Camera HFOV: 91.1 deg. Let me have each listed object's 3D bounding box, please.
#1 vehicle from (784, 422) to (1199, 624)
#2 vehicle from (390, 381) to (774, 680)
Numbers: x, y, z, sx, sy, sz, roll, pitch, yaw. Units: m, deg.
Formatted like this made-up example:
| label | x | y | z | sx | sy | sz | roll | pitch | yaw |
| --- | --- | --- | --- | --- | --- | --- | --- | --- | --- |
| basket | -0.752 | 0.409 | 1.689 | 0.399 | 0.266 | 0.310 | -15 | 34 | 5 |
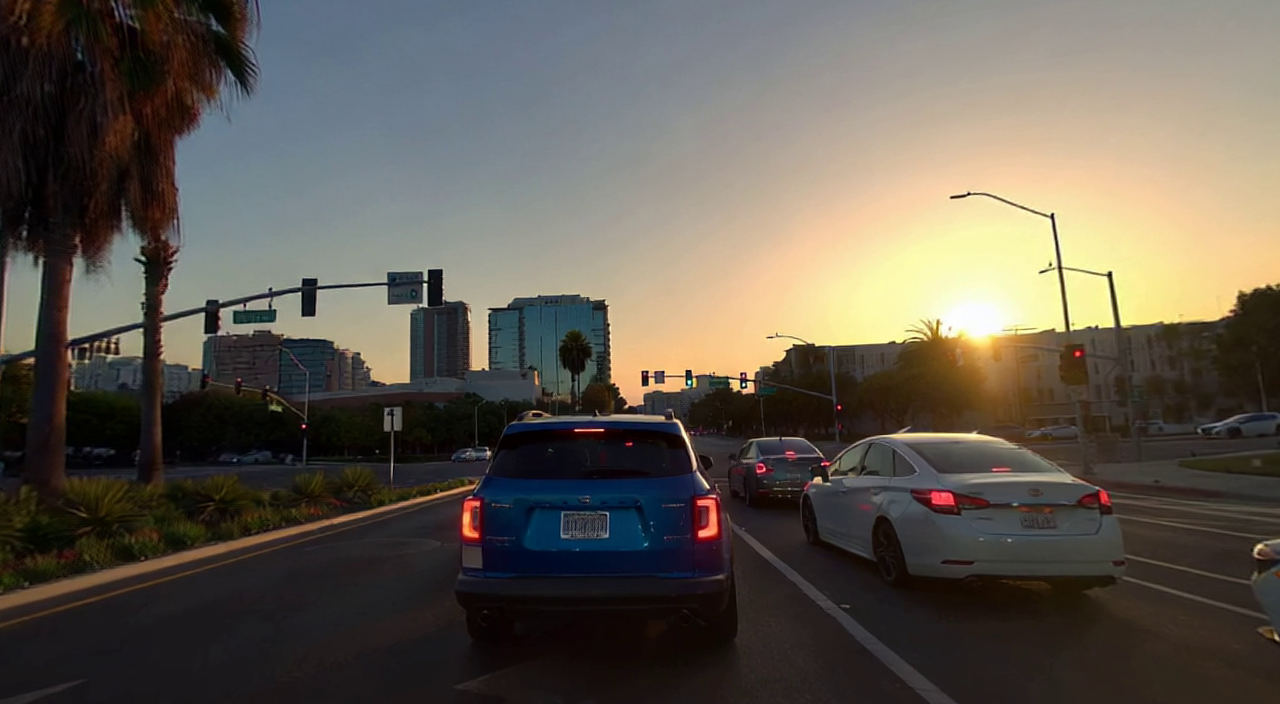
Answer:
| label | x | y | z | sx | sy | sz | roll | pitch | yaw |
| --- | --- | --- | --- | --- | --- | --- | --- | --- | --- |
| vehicle | 3.128 | 1.606 | 6.957 | 1.971 | 1.473 | 4.495 | 0 | -8 | 0 |
| vehicle | -0.332 | 1.315 | 5.682 | 2.172 | 1.694 | 4.055 | 0 | -8 | 0 |
